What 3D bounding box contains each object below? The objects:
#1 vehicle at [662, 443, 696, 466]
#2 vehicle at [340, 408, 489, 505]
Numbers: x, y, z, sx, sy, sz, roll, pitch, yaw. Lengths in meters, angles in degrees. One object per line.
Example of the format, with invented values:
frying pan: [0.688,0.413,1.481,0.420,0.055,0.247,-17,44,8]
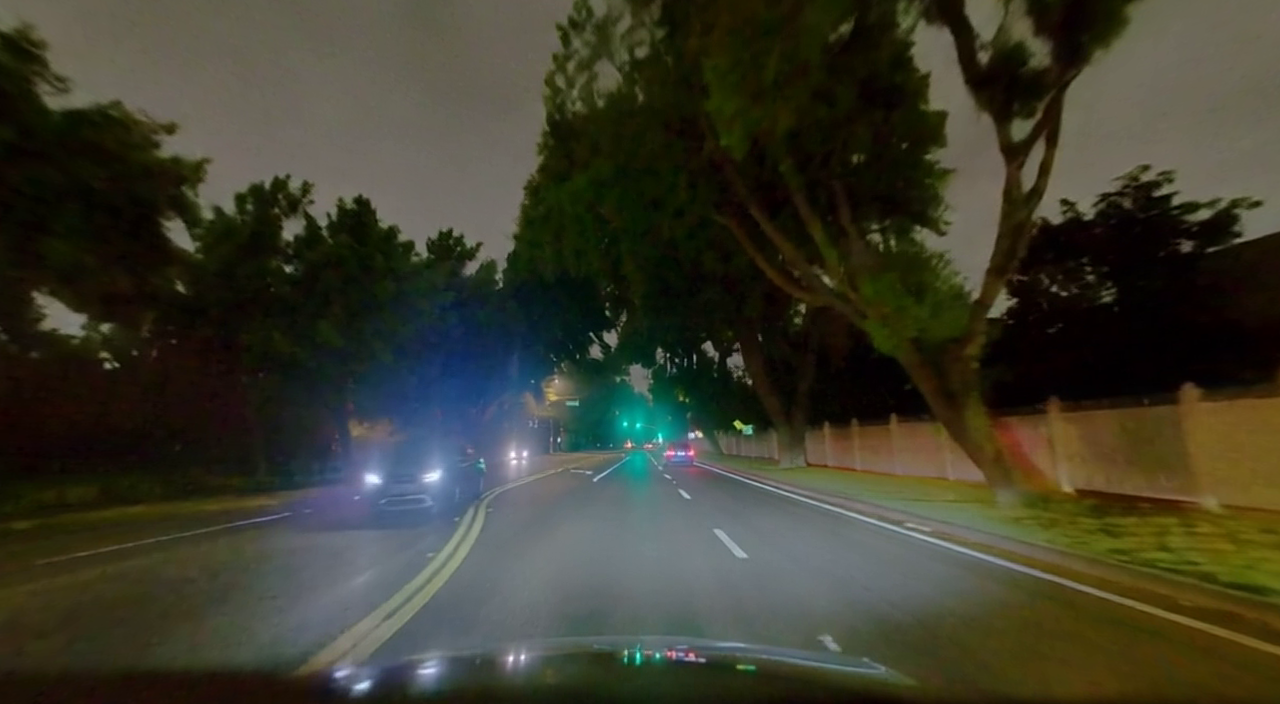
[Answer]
vehicle: [2.620,6.992,43.249,1.991,1.476,4.153,0,-9,-1]
vehicle: [-6.592,3.157,19.448,2.430,2.517,5.772,0,-8,0]
